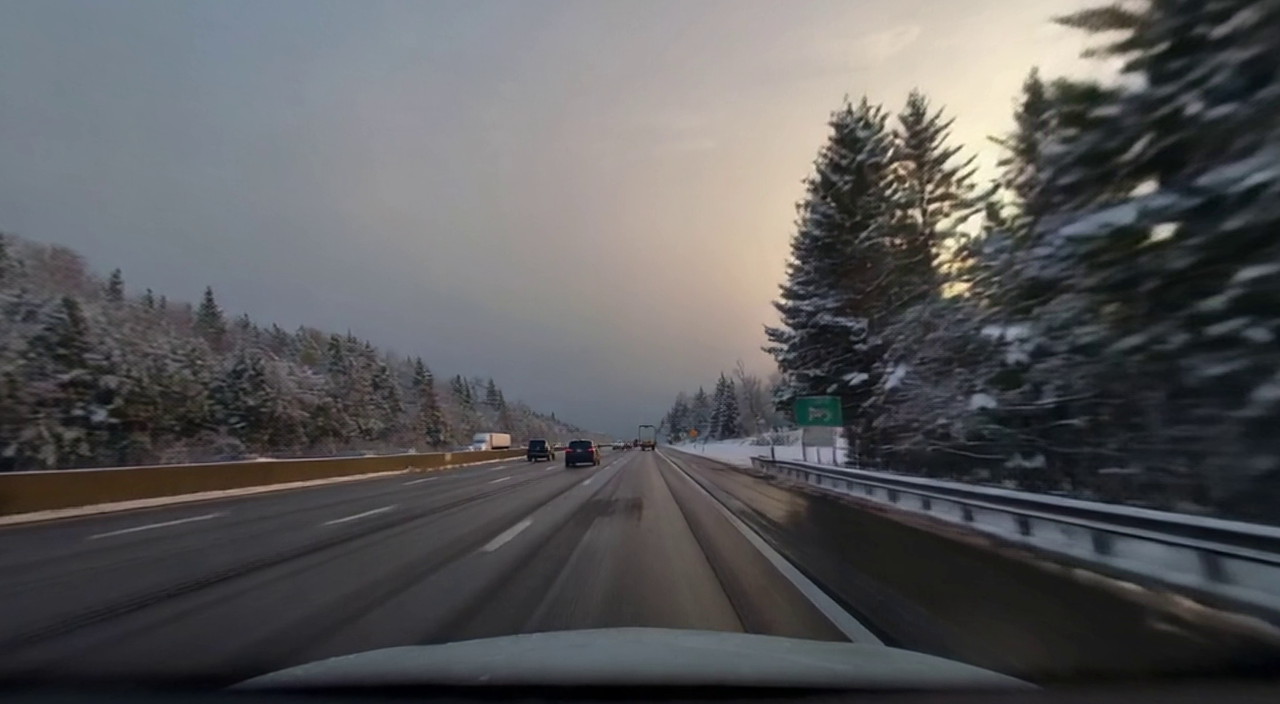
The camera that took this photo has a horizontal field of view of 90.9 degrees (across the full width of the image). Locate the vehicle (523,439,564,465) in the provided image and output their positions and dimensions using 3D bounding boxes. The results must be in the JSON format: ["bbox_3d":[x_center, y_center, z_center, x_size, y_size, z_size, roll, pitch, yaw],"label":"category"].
[{"bbox_3d":[-6.586,6.854,43.481,2.062,1.691,4.278,0,-8,0],"label":"vehicle"}]

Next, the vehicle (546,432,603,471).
[{"bbox_3d":[-3.249,5.104,32.463,2.283,1.802,4.810,0,-8,1],"label":"vehicle"}]
